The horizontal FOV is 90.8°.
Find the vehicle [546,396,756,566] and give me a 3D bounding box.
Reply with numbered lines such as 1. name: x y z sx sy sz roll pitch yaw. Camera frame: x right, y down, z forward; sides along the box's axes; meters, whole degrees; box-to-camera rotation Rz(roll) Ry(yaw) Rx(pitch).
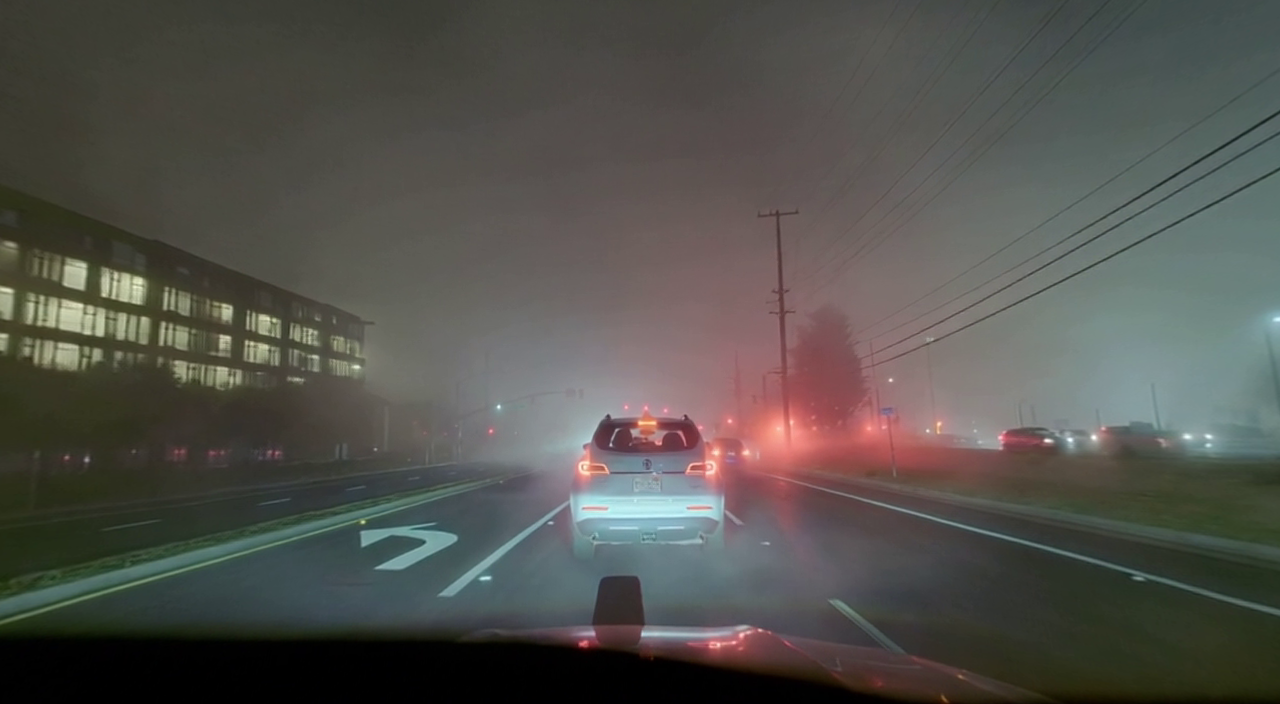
1. vehicle: 0.111 1.680 8.875 2.189 1.776 4.342 0 -9 0
